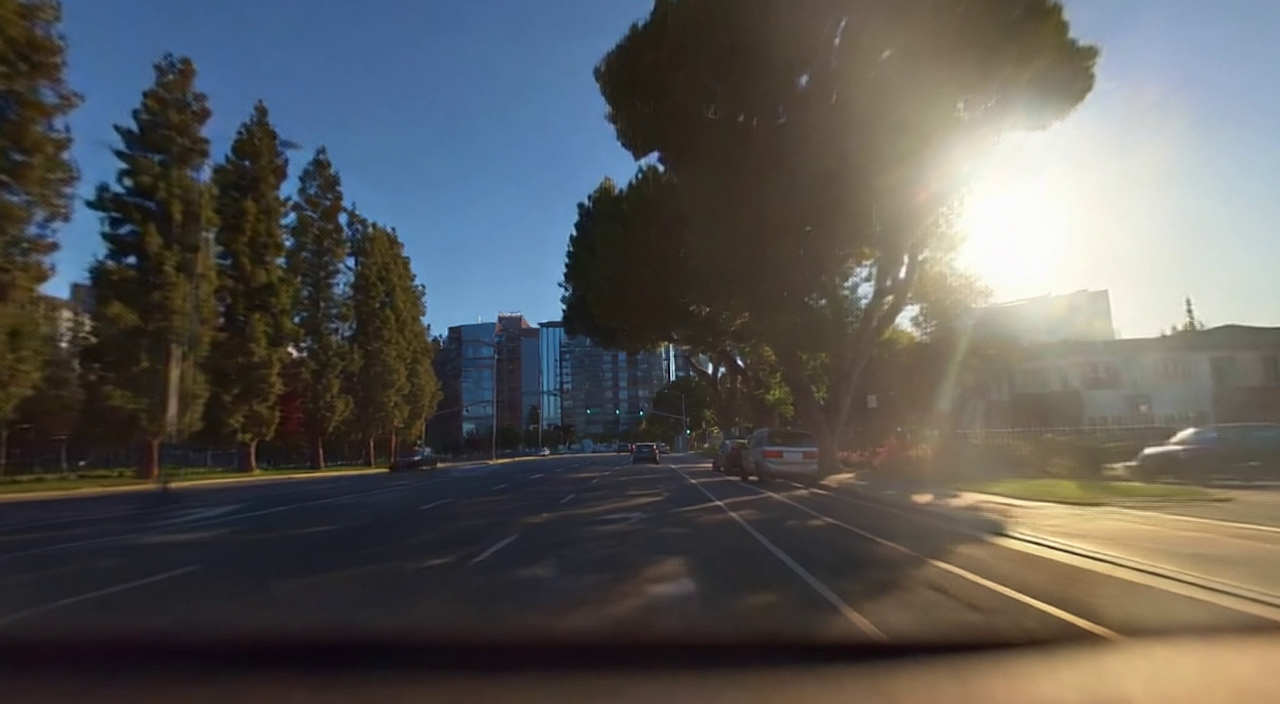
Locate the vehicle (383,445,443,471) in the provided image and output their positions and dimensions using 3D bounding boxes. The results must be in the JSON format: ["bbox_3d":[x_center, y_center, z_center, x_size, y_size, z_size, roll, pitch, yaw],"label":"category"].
[{"bbox_3d":[-14.013,6.555,39.236,1.960,1.487,4.632,-1,-8,1],"label":"vehicle"}]

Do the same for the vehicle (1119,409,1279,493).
[{"bbox_3d":[14.363,2.332,14.975,2.069,1.747,4.822,0,-8,-1],"label":"vehicle"}]

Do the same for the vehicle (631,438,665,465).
[{"bbox_3d":[0.559,6.770,42.996,2.169,1.751,4.276,-1,-8,1],"label":"vehicle"}]

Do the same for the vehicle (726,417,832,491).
[{"bbox_3d":[4.424,3.406,21.364,2.162,2.080,6.515,0,-8,1],"label":"vehicle"}]
